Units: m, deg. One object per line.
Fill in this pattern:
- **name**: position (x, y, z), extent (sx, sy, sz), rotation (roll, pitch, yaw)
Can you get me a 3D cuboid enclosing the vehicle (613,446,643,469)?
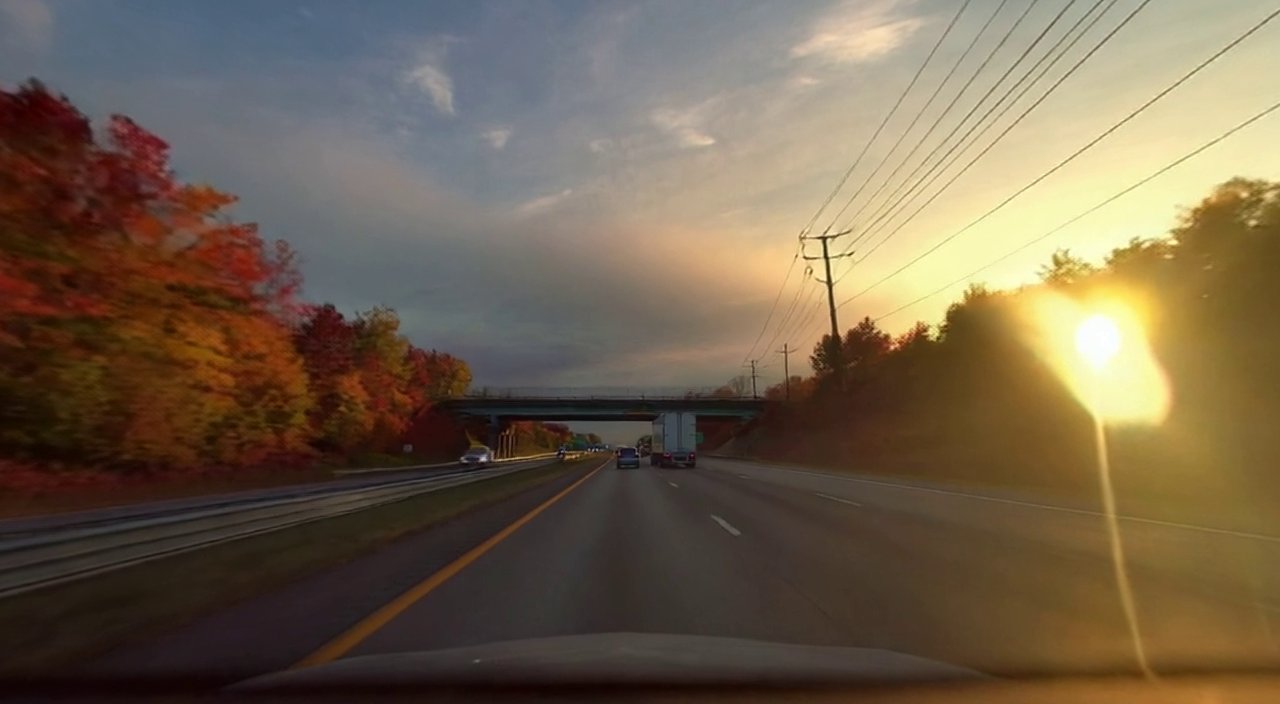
- **vehicle**: position (-0.844, 7.201, 42.823), extent (1.961, 1.454, 3.755), rotation (0, -9, -1)
